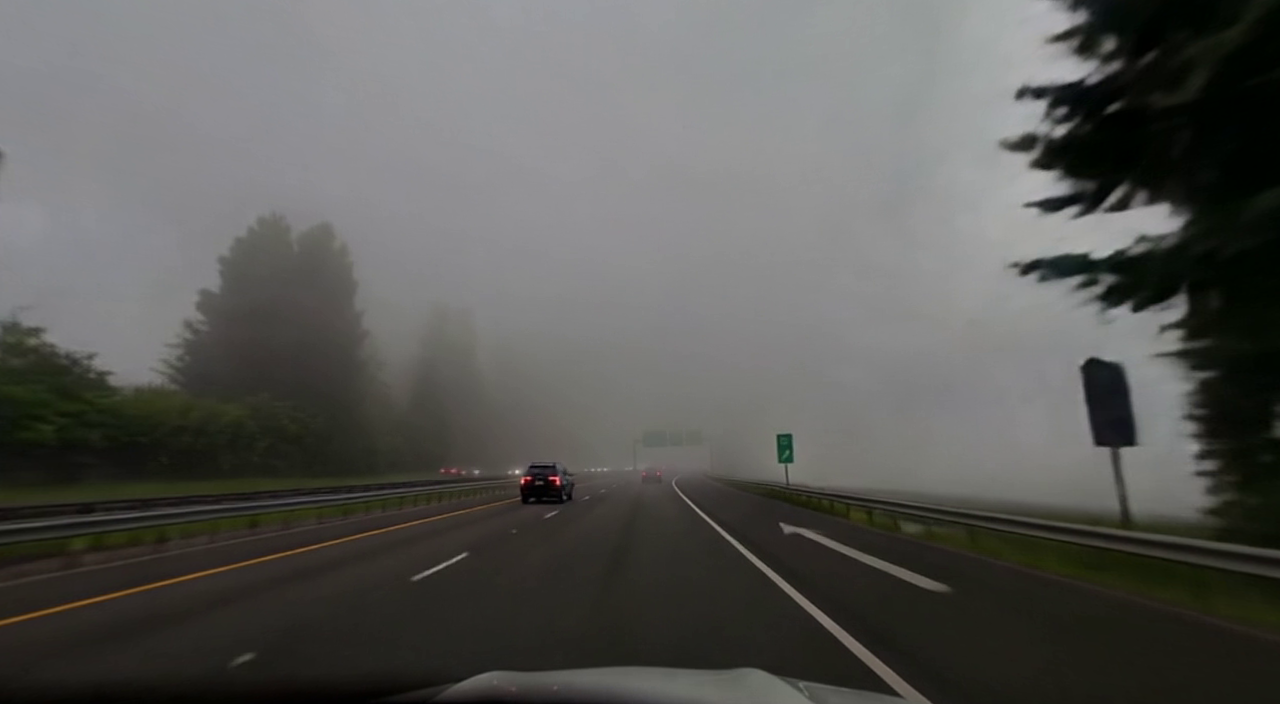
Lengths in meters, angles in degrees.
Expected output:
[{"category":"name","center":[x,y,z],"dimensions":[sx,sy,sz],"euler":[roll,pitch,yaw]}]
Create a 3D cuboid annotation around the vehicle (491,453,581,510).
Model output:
[{"category":"vehicle","center":[-3.232,4.152,20.401],"dimensions":[2.000,1.594,3.996],"euler":[1,-11,3]}]
